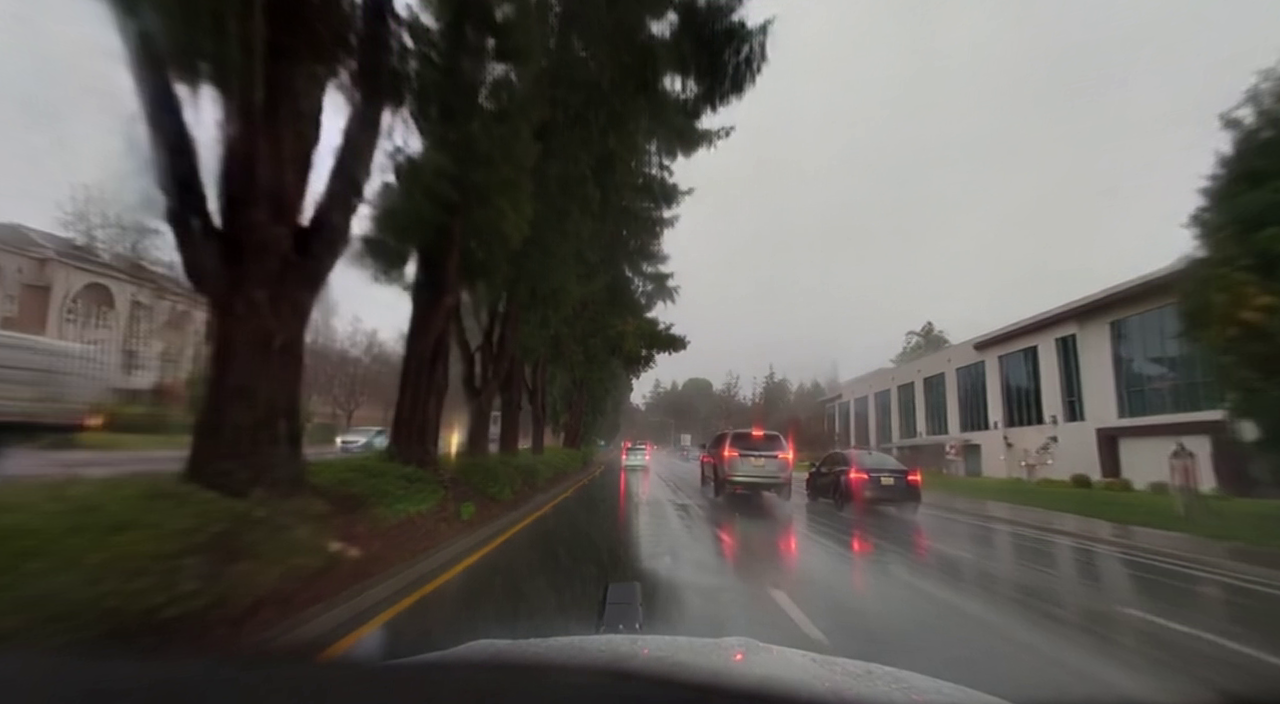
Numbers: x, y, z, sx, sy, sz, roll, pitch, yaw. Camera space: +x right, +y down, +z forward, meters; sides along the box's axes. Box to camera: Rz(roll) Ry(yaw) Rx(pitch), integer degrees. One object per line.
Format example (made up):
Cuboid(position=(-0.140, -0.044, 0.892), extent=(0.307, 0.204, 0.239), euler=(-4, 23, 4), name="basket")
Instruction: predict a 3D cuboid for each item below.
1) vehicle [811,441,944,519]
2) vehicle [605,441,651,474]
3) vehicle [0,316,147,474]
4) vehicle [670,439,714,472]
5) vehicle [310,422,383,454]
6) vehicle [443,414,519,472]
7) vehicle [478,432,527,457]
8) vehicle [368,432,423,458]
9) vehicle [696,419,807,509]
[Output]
Cuboid(position=(6.242, 3.375, 17.233), extent=(1.913, 1.777, 4.269), euler=(2, -8, -1), name="vehicle")
Cuboid(position=(-0.566, 5.129, 30.919), extent=(2.119, 1.460, 3.847), euler=(0, -8, -1), name="vehicle")
Cuboid(position=(-15.694, 0.614, 11.674), extent=(2.944, 3.472, 12.516), euler=(0, -8, 1), name="vehicle")
Cuboid(position=(2.817, 5.718, 35.086), extent=(1.922, 1.708, 4.126), euler=(0, -8, -2), name="vehicle")
Cuboid(position=(-19.433, 5.834, 42.181), extent=(2.226, 1.925, 5.293), euler=(1, -10, 1), name="vehicle")
Cuboid(position=(-11.717, 6.636, 47.680), extent=(2.947, 3.206, 10.111), euler=(0, -1, 1), name="vehicle")
Cuboid(position=(-8.703, 5.923, 40.348), extent=(1.981, 1.514, 4.323), euler=(0, -8, 2), name="vehicle")
Cuboid(position=(-15.679, 5.971, 40.734), extent=(1.770, 1.461, 4.336), euler=(4, -8, 0), name="vehicle")
Cuboid(position=(2.778, 2.894, 16.709), extent=(2.035, 1.940, 4.299), euler=(3, -9, -1), name="vehicle")
